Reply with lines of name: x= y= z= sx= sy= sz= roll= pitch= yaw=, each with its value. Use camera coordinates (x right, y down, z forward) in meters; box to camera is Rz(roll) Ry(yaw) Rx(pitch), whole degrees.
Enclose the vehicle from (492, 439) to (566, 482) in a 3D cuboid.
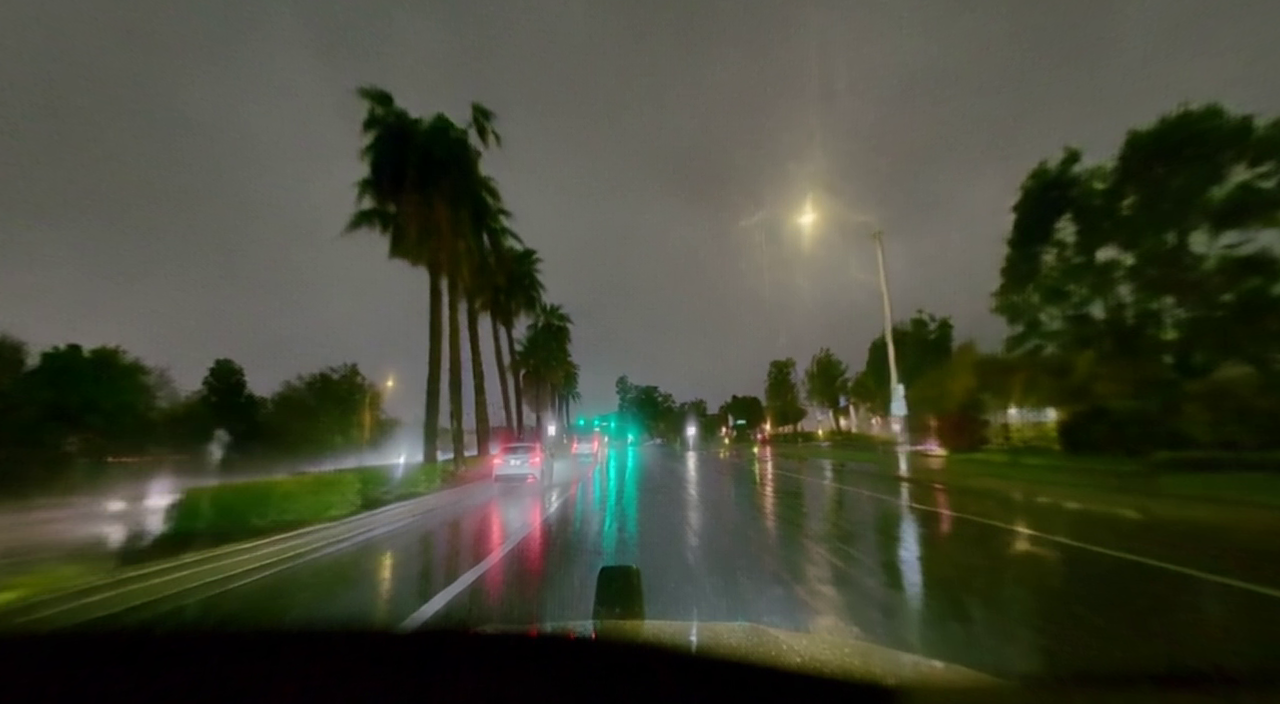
vehicle: x=-4.153 y=4.142 z=24.455 sx=2.108 sy=1.475 sz=4.555 roll=0 pitch=-8 yaw=-1
